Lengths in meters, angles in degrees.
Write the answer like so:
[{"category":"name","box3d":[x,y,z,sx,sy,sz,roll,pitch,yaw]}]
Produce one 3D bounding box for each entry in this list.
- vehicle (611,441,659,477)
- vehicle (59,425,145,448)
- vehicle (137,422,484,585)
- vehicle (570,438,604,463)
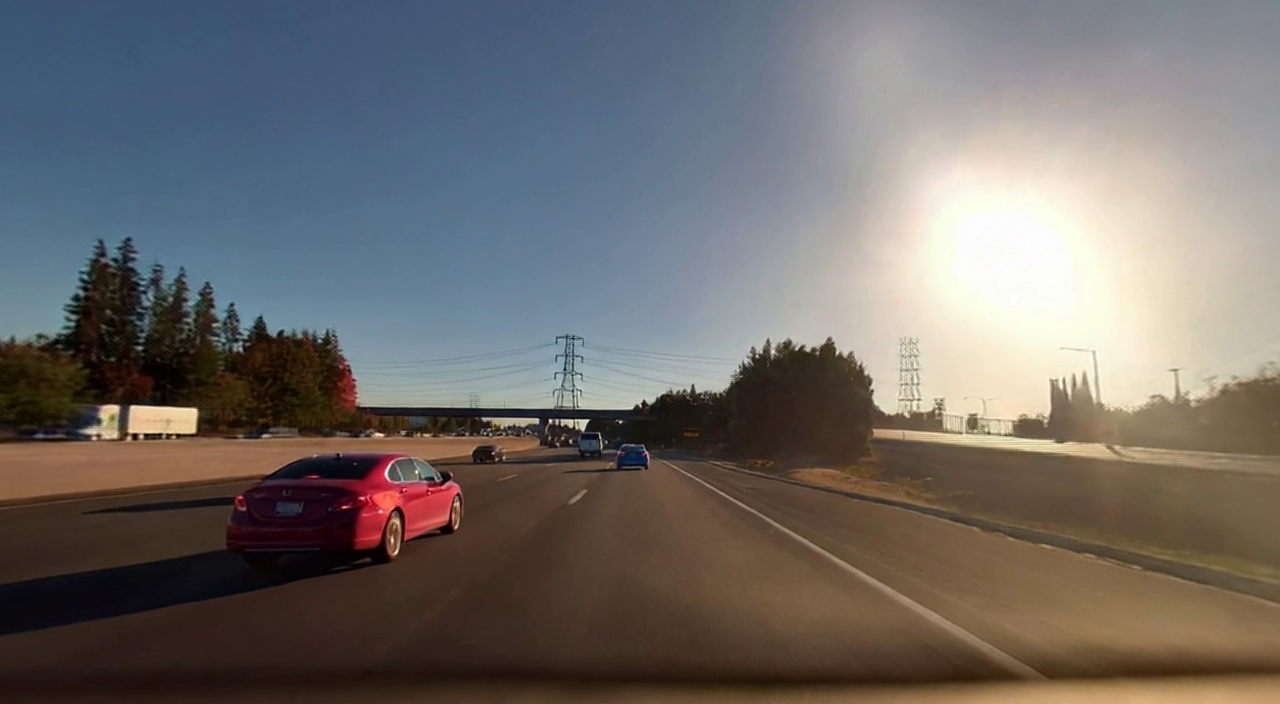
[{"category":"vehicle","box3d":[-0.233,4.672,27.707,1.954,1.460,3.983,0,-8,-1]},{"category":"vehicle","box3d":[-38.037,6.021,44.594,1.823,1.516,4.960,0,-8,-2]},{"category":"vehicle","box3d":[-3.674,1.763,8.252,2.035,1.514,4.600,0,-8,1]},{"category":"vehicle","box3d":[-3.918,7.300,46.656,2.174,1.806,3.932,0,-8,0]}]
